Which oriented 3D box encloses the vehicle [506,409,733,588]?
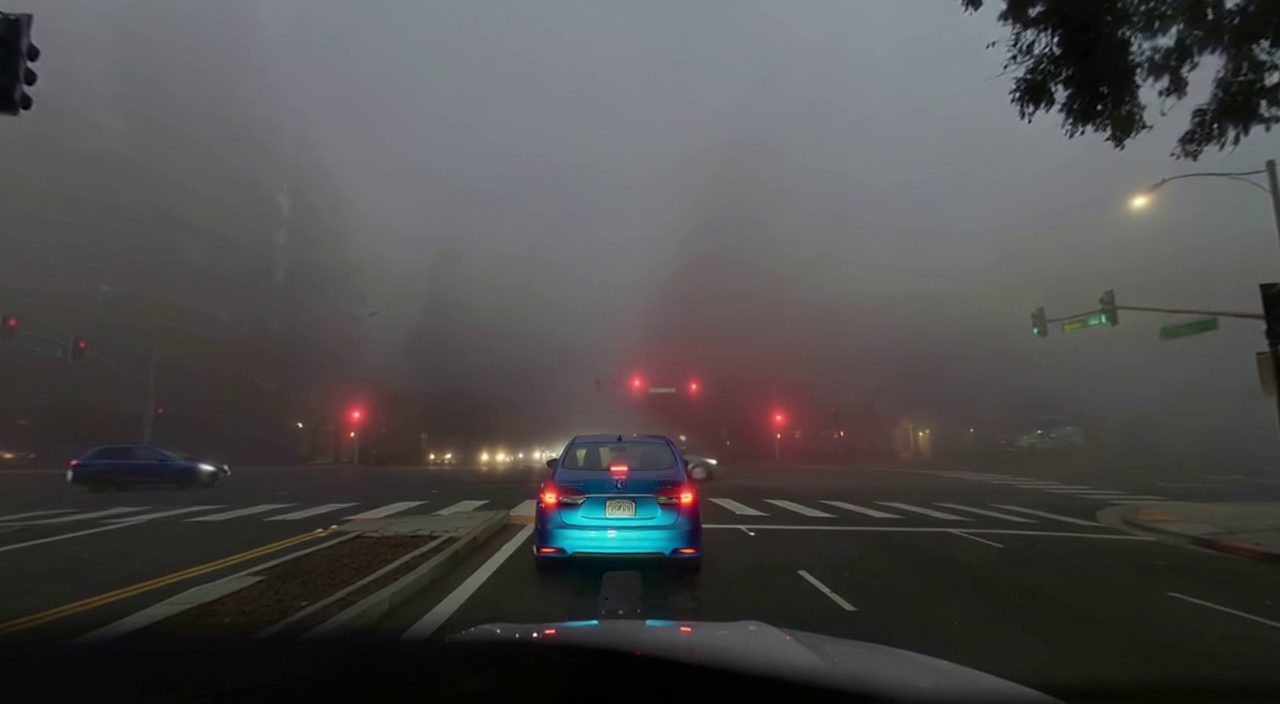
[{"bbox_3d":[-0.220,1.628,7.797,2.066,1.618,3.922,0,-8,-1],"label":"vehicle"}]

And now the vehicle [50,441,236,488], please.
[{"bbox_3d":[-17.673,4.008,22.686,4.891,1.591,2.067,0,-8,0],"label":"vehicle"}]
